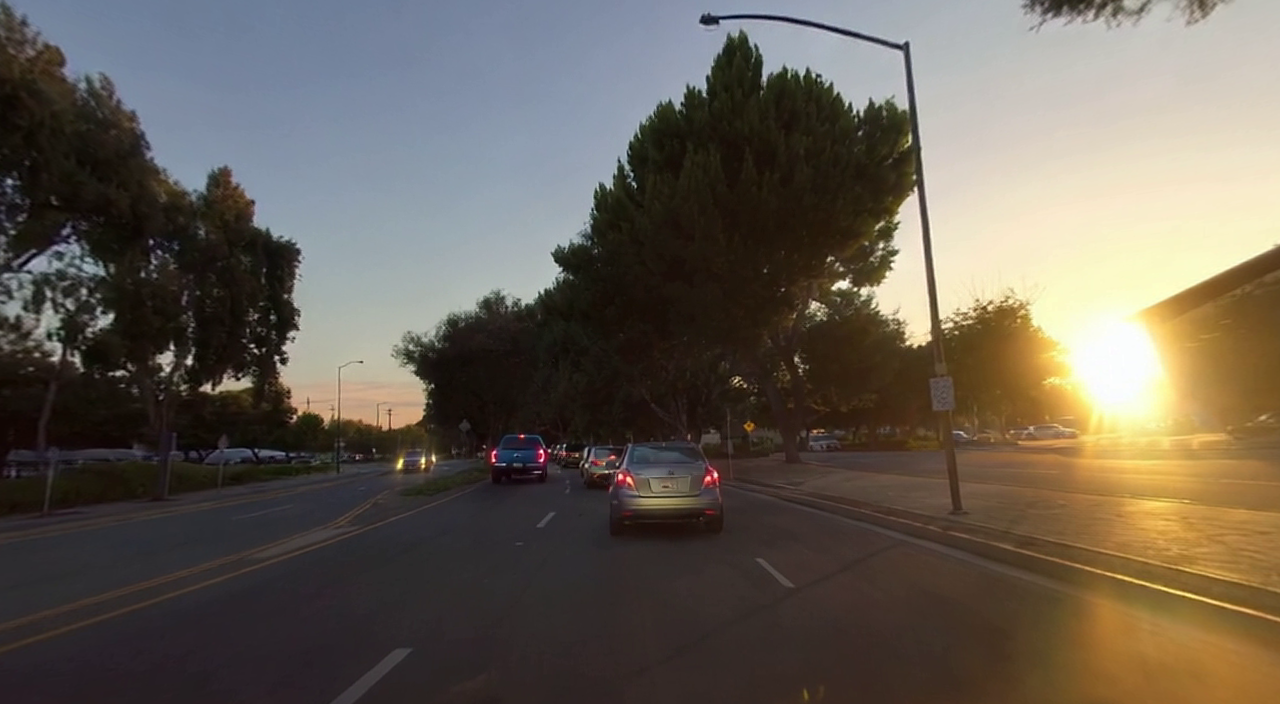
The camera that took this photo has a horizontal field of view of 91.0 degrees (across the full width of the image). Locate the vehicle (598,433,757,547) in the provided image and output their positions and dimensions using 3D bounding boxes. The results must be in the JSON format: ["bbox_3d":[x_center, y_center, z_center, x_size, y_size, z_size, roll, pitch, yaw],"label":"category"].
[{"bbox_3d":[0.381,2.196,10.706,2.142,1.528,4.133,1,-9,-4],"label":"vehicle"}]

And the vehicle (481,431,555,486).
[{"bbox_3d":[-4.864,4.350,26.054,2.512,1.992,5.725,1,-9,-6],"label":"vehicle"}]
